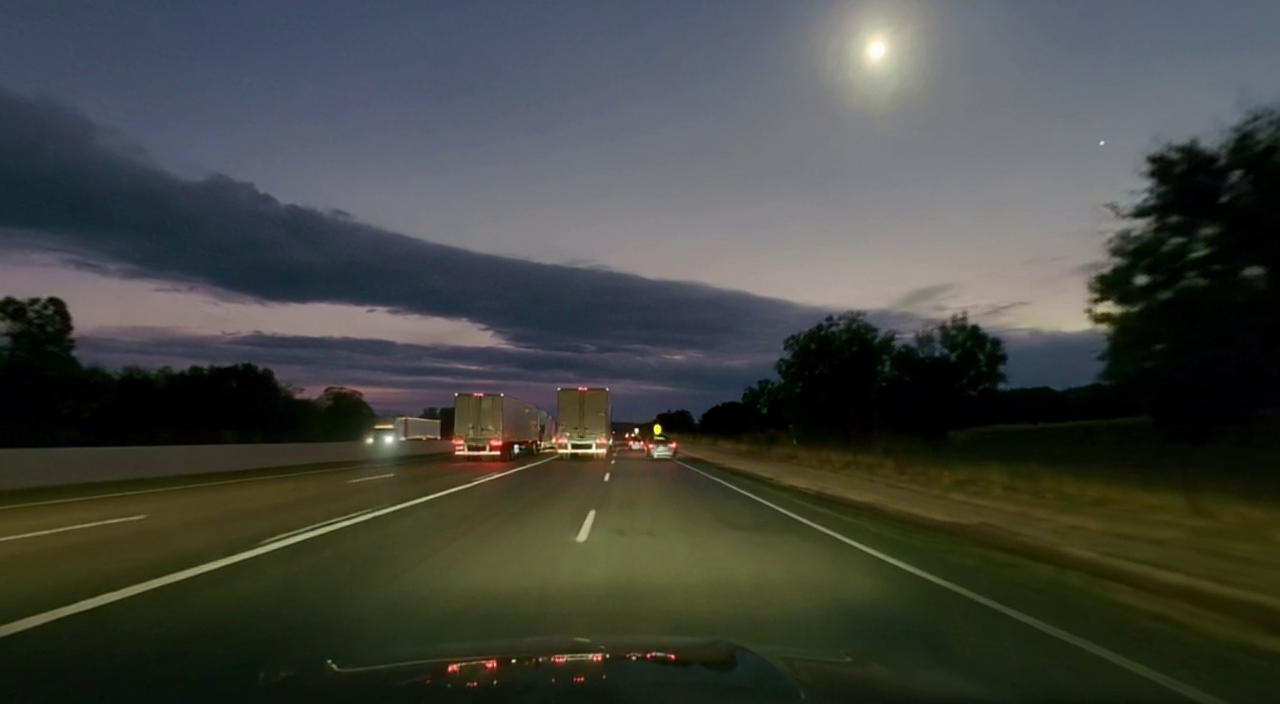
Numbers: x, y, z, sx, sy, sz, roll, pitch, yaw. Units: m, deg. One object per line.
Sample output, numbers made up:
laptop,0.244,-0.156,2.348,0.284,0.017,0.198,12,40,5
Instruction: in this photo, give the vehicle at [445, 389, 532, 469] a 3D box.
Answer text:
vehicle,-7.120,3.798,30.646,2.728,3.405,7.096,0,-8,-2

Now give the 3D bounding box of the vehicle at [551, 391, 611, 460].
vehicle,-3.884,5.514,45.725,3.475,4.037,17.454,0,-8,-3

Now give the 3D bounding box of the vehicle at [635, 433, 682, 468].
vehicle,0.778,4.544,29.203,1.891,1.477,3.599,0,-8,-3
